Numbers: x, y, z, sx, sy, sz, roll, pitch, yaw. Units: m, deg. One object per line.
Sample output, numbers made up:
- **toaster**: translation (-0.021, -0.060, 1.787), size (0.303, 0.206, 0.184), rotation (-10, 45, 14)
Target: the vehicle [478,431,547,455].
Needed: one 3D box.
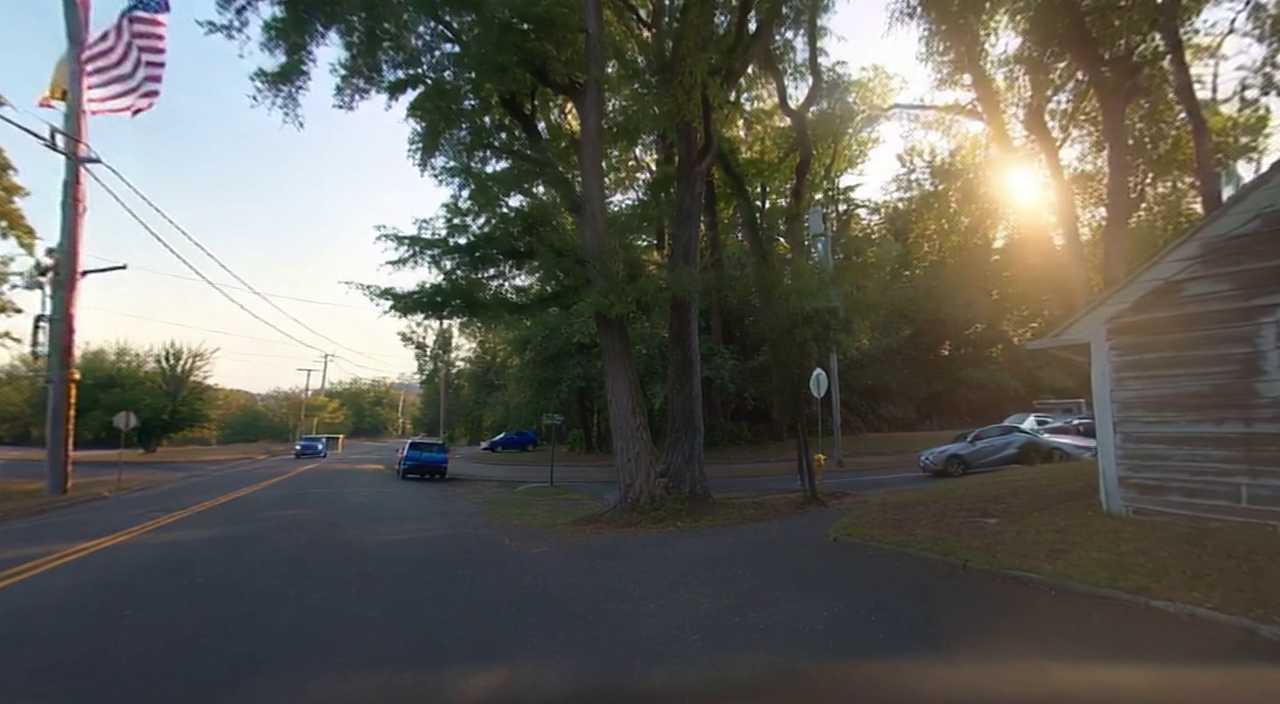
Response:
- **vehicle**: translation (-9.522, 6.800, 47.305), size (4.767, 1.735, 1.920), rotation (3, -9, -22)

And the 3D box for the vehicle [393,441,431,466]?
- **vehicle**: translation (-14.288, 6.325, 39.441), size (1.941, 1.460, 4.206), rotation (3, -9, -22)
